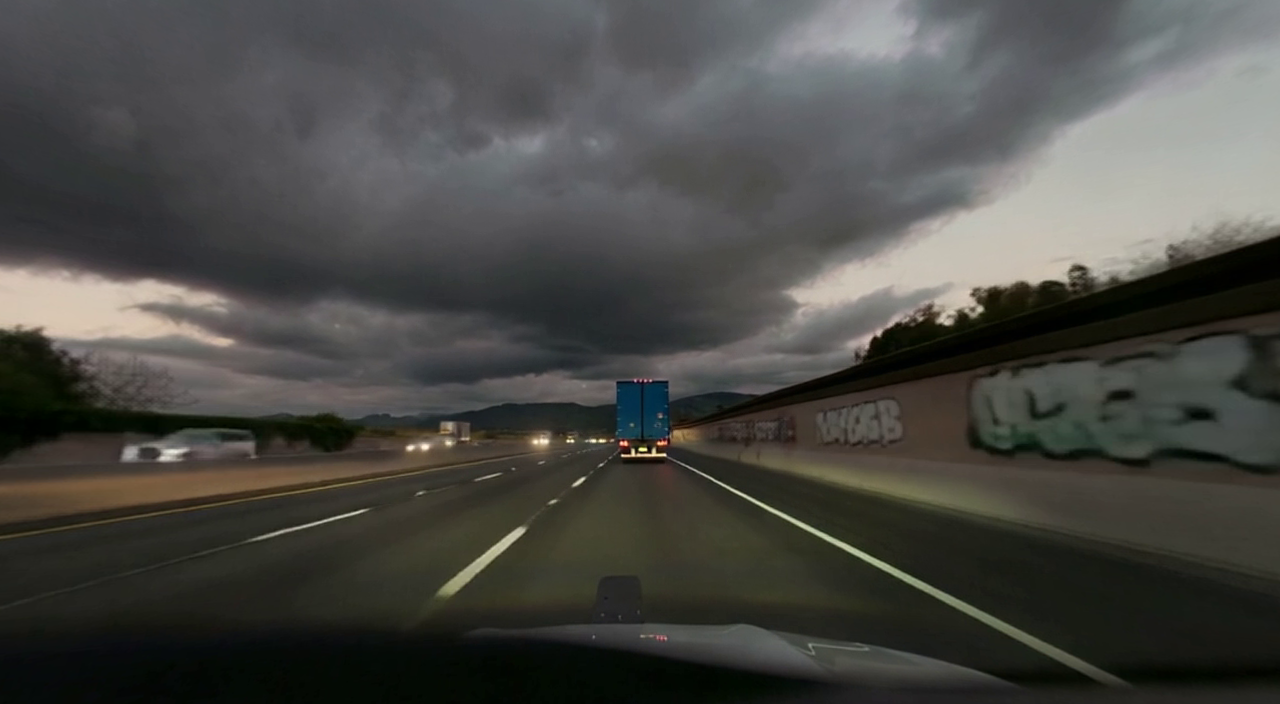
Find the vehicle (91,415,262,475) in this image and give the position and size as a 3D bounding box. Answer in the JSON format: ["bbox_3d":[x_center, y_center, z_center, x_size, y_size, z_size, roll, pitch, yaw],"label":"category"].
[{"bbox_3d":[-14.969,3.032,20.790,2.030,1.734,4.748,0,-8,0],"label":"vehicle"}]

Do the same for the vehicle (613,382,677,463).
[{"bbox_3d":[0.009,3.994,34.694,2.921,3.765,10.773,0,-8,-3],"label":"vehicle"}]

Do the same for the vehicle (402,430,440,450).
[{"bbox_3d":[-15.390,6.192,44.415,1.541,1.359,3.344,0,-8,-1],"label":"vehicle"}]
